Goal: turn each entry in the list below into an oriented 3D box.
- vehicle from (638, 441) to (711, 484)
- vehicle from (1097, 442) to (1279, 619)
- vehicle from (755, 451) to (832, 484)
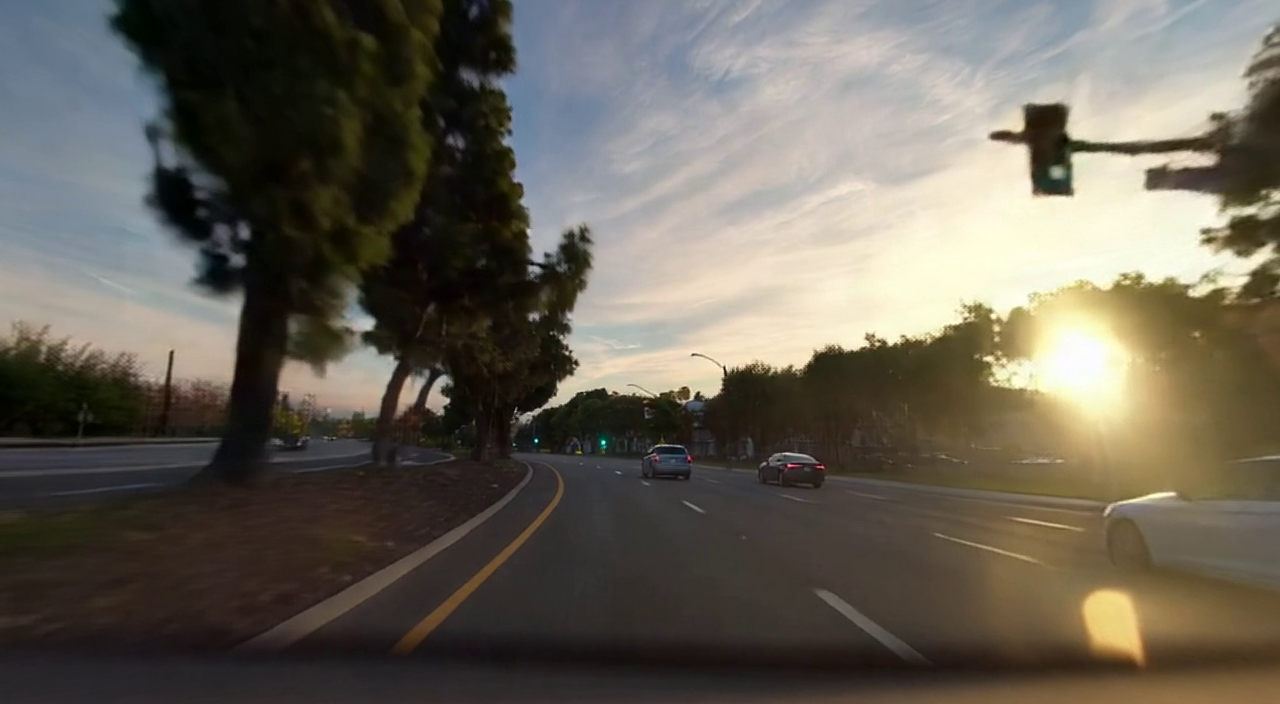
[{"bbox_3d":[1.332,4.589,26.571,2.122,1.646,4.525,1,-9,-9],"label":"vehicle"},{"bbox_3d":[6.360,1.471,5.120,1.882,1.476,4.344,0,-9,-3],"label":"vehicle"},{"bbox_3d":[7.321,5.541,30.639,1.940,1.460,4.652,1,-9,-9],"label":"vehicle"}]
